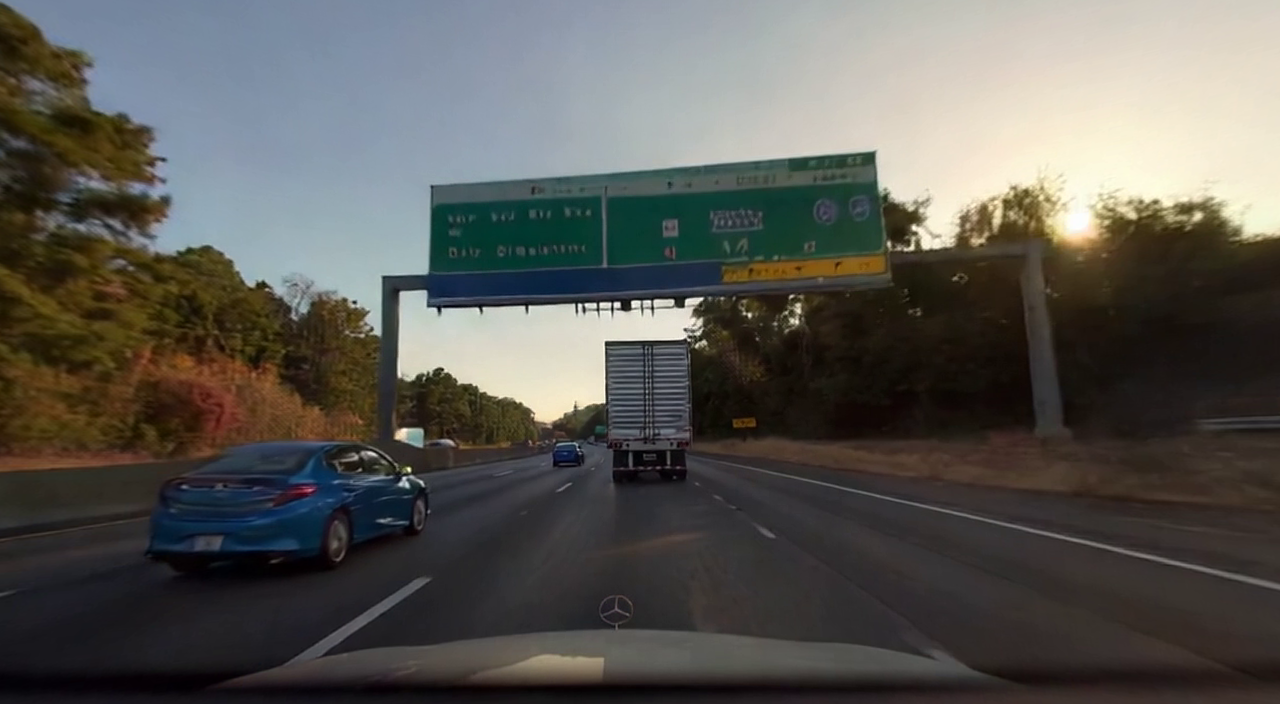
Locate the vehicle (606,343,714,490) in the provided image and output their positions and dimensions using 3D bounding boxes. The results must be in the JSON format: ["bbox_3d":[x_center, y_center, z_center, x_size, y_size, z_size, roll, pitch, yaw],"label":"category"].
[{"bbox_3d":[0.543,2.569,23.370,3.073,4.196,10.546,0,-8,0],"label":"vehicle"}]

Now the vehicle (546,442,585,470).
[{"bbox_3d":[-4.374,6.163,37.583,1.854,1.530,4.268,0,-8,0],"label":"vehicle"}]

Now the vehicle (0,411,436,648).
[{"bbox_3d":[-4.071,1.544,6.712,2.116,1.571,4.849,0,-8,1],"label":"vehicle"}]
